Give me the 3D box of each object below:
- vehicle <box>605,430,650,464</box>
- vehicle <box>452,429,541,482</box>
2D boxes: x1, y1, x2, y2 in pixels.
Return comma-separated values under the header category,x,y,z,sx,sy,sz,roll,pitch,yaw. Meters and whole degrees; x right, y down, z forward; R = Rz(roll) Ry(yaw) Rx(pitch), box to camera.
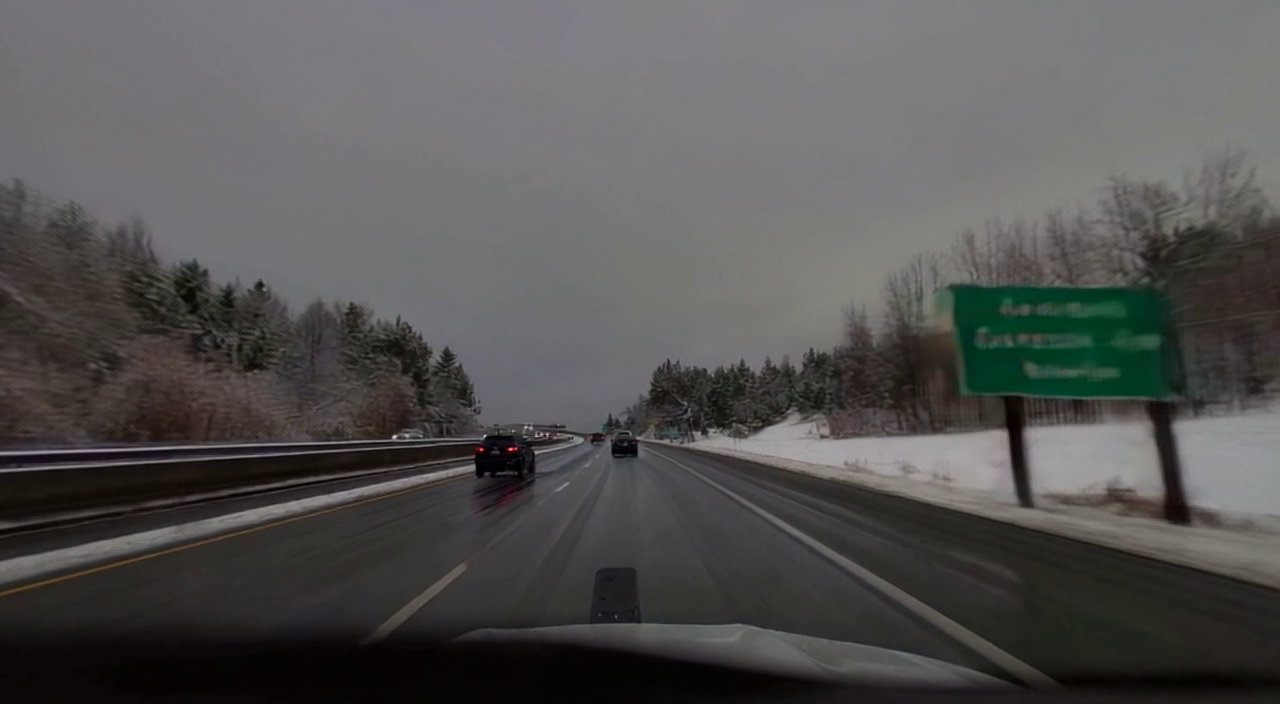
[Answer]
category,x,y,z,sx,sy,sz,roll,pitch,yaw
vehicle,-0.655,4.908,32.795,2.162,1.616,4.242,0,-8,-1
vehicle,-4.545,3.316,20.584,1.975,1.518,4.242,0,-8,-1
